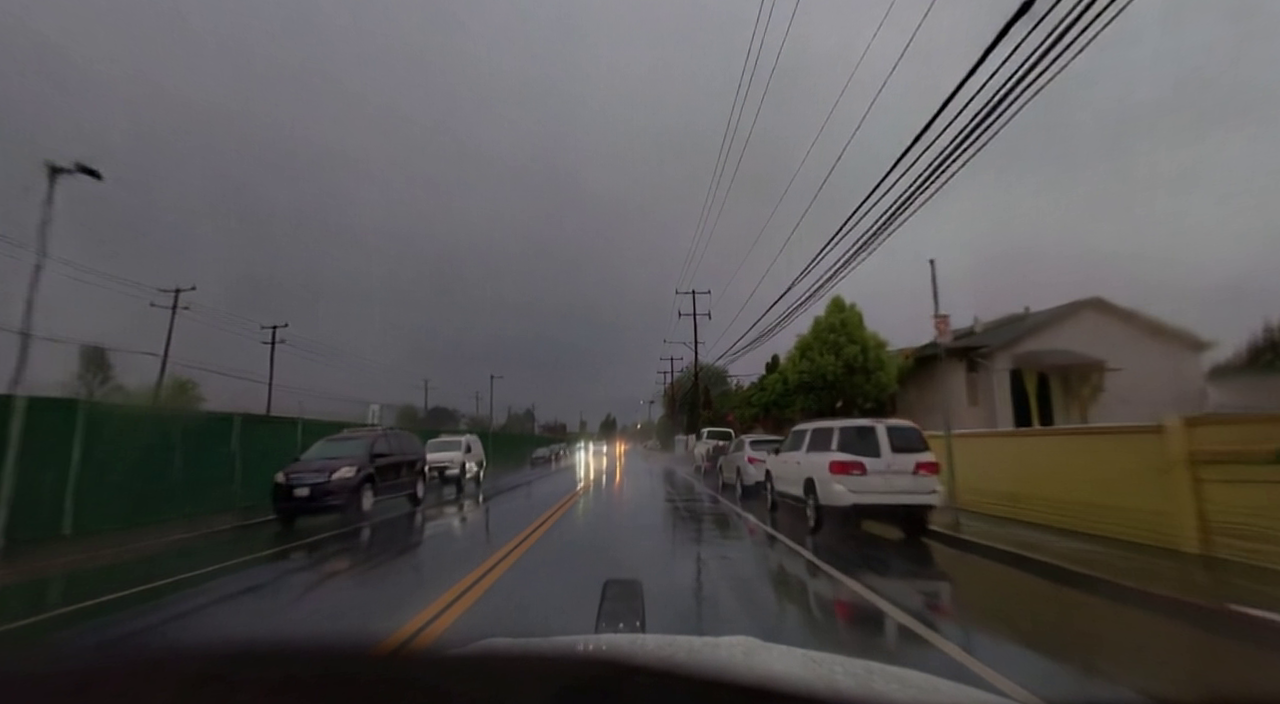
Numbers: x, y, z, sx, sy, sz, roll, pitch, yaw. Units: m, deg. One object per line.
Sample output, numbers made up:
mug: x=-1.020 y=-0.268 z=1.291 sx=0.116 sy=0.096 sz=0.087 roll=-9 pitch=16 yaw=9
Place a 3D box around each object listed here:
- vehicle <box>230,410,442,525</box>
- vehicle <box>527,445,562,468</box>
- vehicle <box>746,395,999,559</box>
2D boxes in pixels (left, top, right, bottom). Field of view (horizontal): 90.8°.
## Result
vehicle: x=-6.645 y=2.593 z=14.769 sx=2.268 sy=2.154 sz=5.321 roll=0 pitch=-9 yaw=0
vehicle: x=-6.742 y=7.391 z=44.951 sx=1.866 sy=1.487 sz=4.416 roll=-1 pitch=-8 yaw=-1
vehicle: x=3.333 y=1.944 z=10.605 sx=2.053 sy=2.005 sz=5.495 roll=0 pitch=-8 yaw=-1
